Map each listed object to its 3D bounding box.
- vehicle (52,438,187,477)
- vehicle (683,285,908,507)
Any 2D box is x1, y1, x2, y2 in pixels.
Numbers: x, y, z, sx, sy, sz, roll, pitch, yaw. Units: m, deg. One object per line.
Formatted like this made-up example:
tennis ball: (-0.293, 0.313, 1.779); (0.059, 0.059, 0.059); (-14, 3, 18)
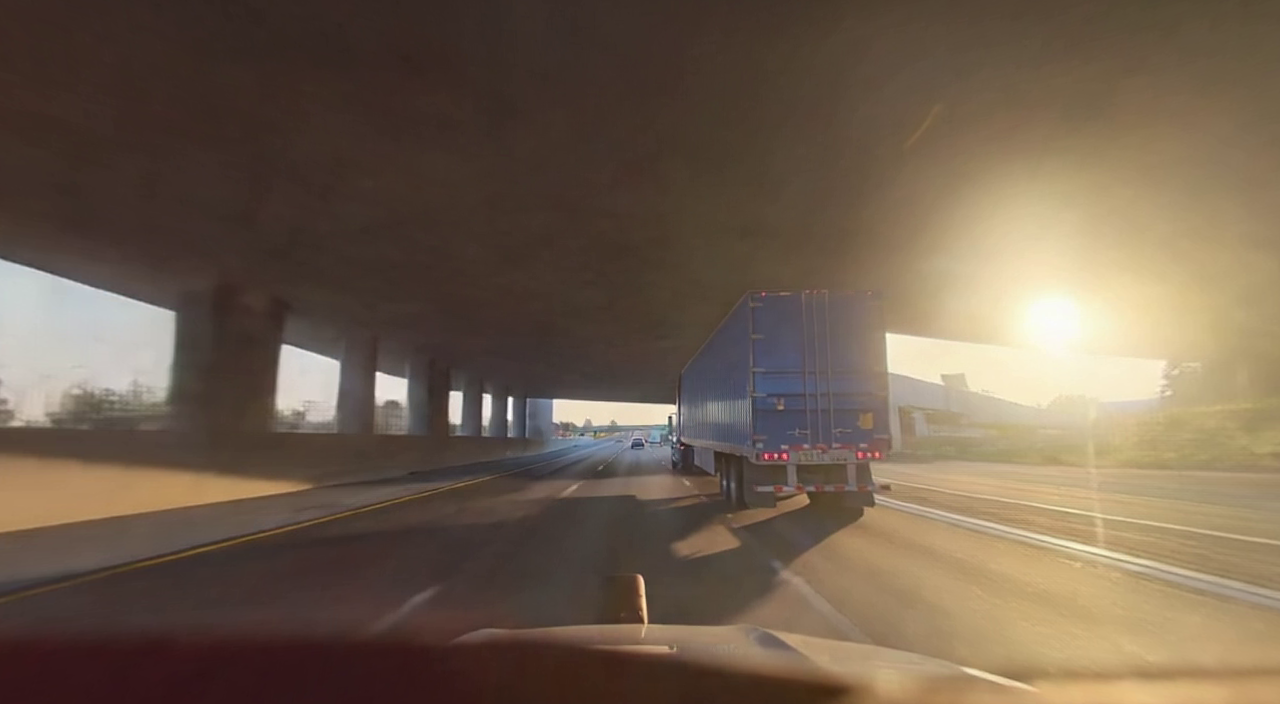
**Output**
vehicle: (-21.662, 4.419, 26.572); (1.824, 1.490, 4.483); (0, -9, 1)
vehicle: (3.421, 2.019, 19.956); (2.743, 4.160, 16.408); (0, -9, -1)
